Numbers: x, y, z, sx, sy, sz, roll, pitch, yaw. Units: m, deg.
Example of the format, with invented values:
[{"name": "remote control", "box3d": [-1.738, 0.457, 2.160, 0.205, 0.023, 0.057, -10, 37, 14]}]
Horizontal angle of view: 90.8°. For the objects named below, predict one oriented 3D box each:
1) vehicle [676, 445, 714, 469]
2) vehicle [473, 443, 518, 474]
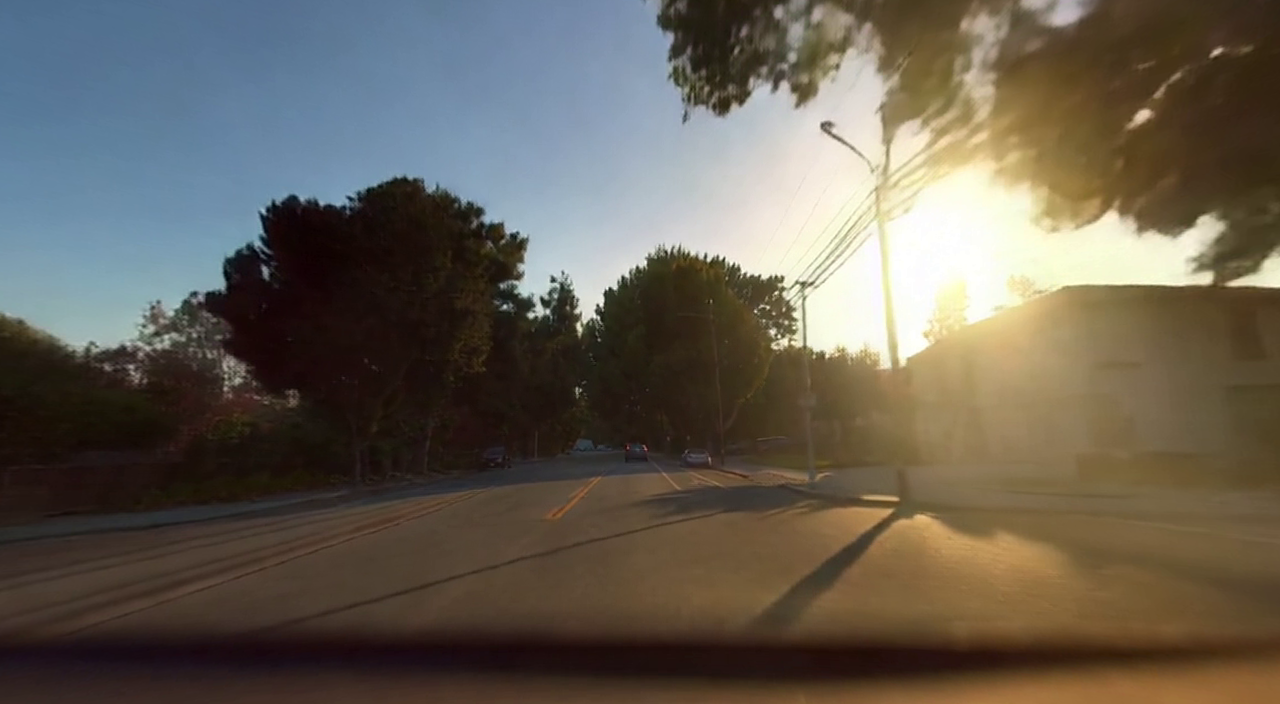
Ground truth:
[{"name": "vehicle", "box3d": [3.761, 7.313, 44.130, 2.167, 1.535, 4.464, 0, -8, -1]}, {"name": "vehicle", "box3d": [-11.124, 8.169, 48.905, 2.111, 2.050, 5.328, -6, -8, 0]}]
